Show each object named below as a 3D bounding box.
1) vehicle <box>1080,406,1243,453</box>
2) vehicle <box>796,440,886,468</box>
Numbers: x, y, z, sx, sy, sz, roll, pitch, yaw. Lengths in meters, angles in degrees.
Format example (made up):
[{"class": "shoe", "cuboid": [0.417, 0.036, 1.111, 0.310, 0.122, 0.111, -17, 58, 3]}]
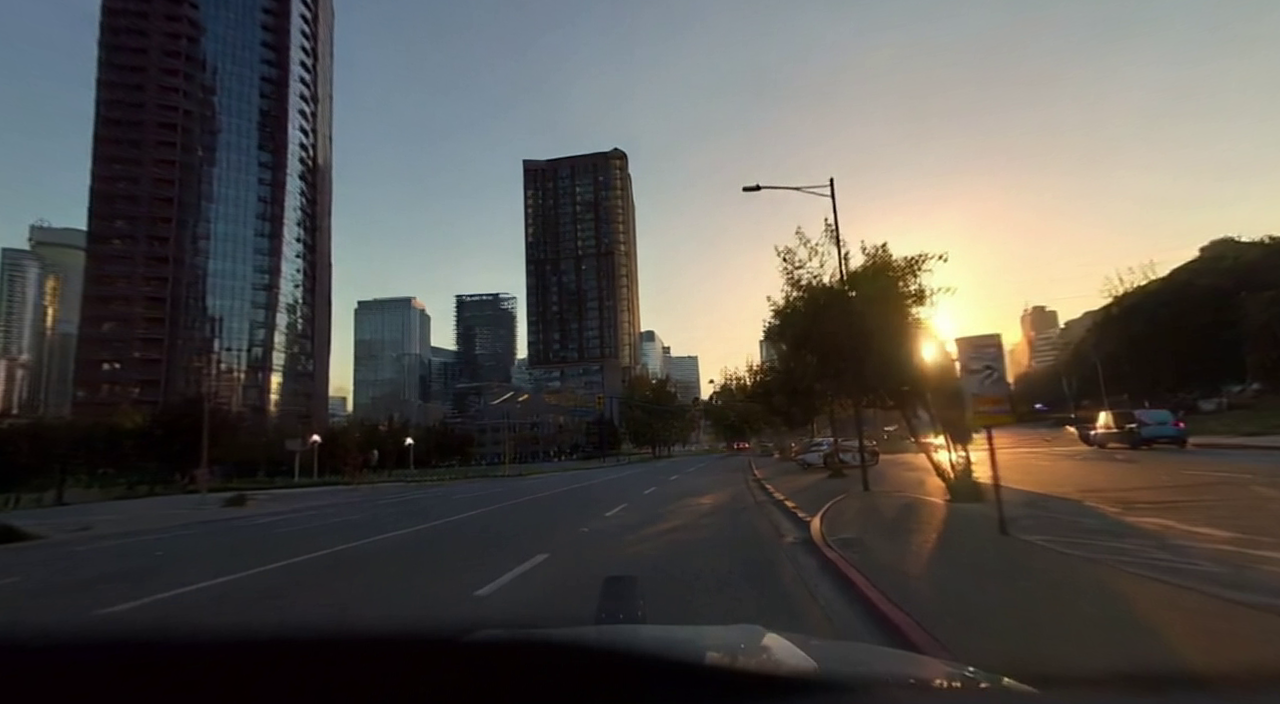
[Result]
[{"class": "vehicle", "cuboid": [21.225, 3.251, 26.002, 4.871, 1.757, 2.014, -7, -11, 37]}, {"class": "vehicle", "cuboid": [10.435, 5.266, 32.776, 4.218, 1.385, 1.830, 4, -9, -24]}]
